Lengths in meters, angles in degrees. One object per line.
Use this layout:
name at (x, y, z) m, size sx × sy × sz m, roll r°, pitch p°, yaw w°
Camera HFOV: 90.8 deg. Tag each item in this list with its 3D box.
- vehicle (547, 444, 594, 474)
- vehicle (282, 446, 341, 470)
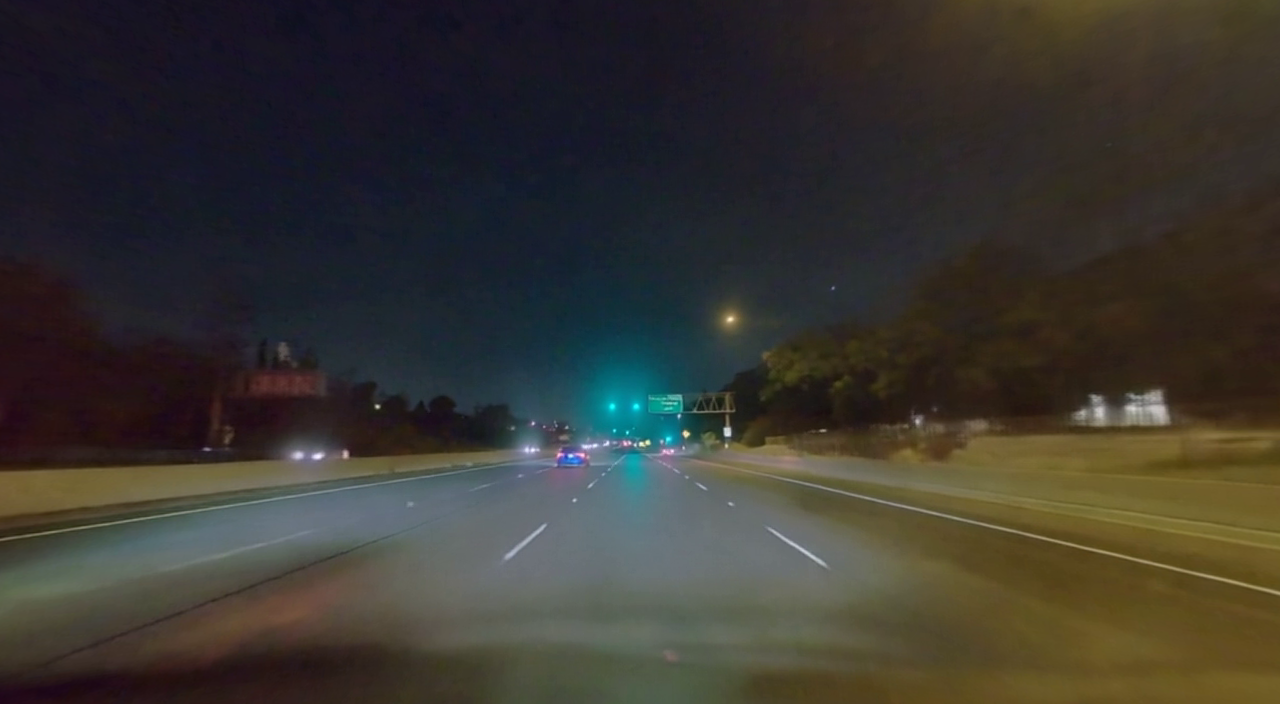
vehicle at (-3.691, 5.742, 34.170) m, size 2.037 × 1.514 × 4.335 m, roll 0°, pitch -8°, yaw 0°
vehicle at (-22.906, 7.380, 44.230) m, size 1.899 × 1.536 × 4.686 m, roll 0°, pitch -8°, yaw -4°
